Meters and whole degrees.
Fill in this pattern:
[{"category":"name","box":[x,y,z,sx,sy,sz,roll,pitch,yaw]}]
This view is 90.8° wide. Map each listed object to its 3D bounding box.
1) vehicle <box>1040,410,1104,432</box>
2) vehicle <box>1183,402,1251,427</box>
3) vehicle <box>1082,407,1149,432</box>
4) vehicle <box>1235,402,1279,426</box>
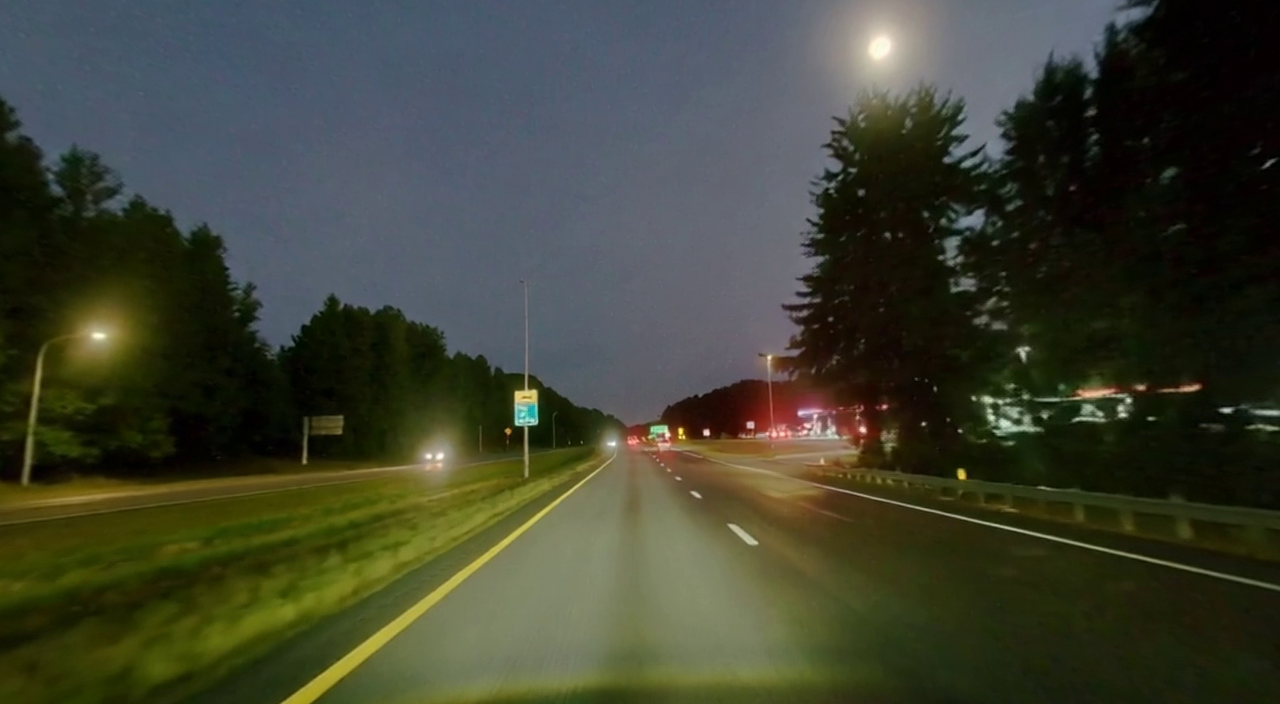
[{"category":"vehicle","box":[30.844,4.934,45.116,3.747,1.423,1.776,1,-10,-21]},{"category":"vehicle","box":[43.986,4.813,48.134,4.497,1.696,1.939,4,-9,-23]},{"category":"vehicle","box":[32.155,4.578,42.707,3.905,1.420,1.692,0,-9,-23]},{"category":"vehicle","box":[45.097,4.473,45.408,4.188,1.566,1.854,4,-9,-25]}]
